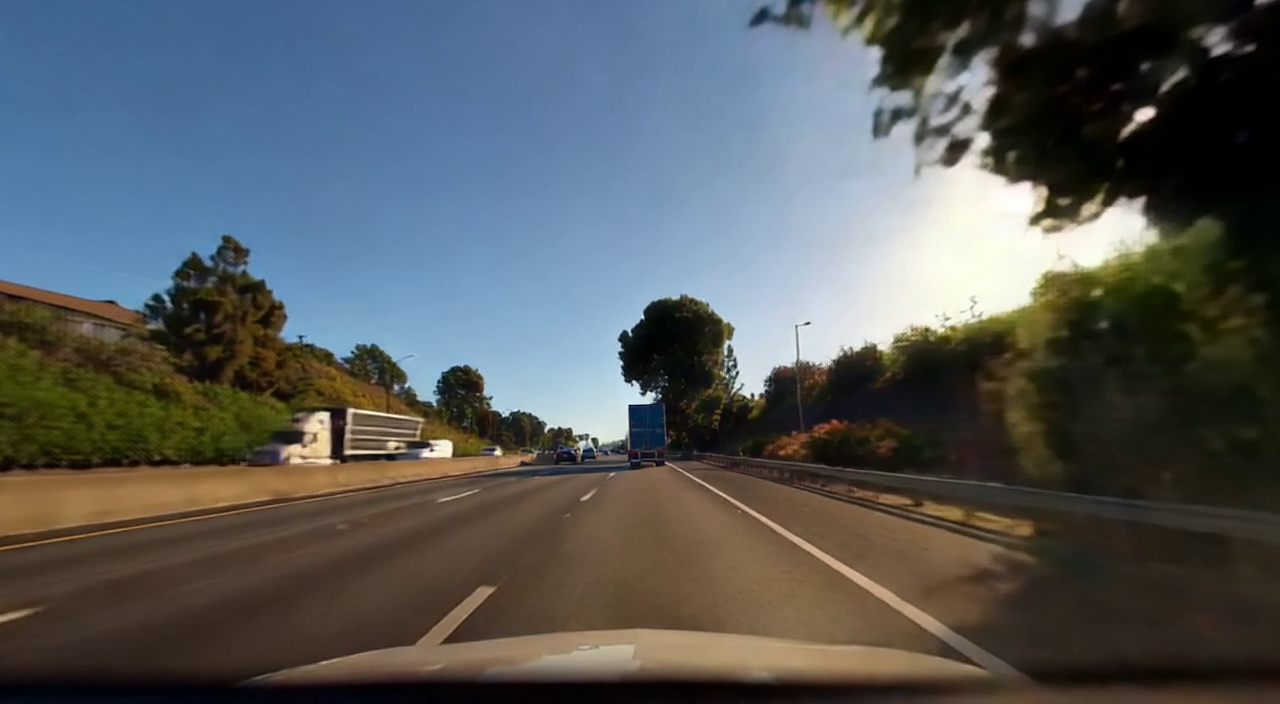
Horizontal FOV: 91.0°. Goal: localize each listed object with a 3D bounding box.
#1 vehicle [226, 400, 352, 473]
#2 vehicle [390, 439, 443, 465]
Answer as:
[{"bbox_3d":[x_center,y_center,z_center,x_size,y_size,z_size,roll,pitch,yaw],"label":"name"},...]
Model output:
[{"bbox_3d":[-20.757,5.148,37.914,3.004,3.930,7.523,0,-9,1],"label":"vehicle"},{"bbox_3d":[-16.193,7.285,45.898,2.006,1.734,4.746,0,-9,1],"label":"vehicle"}]
